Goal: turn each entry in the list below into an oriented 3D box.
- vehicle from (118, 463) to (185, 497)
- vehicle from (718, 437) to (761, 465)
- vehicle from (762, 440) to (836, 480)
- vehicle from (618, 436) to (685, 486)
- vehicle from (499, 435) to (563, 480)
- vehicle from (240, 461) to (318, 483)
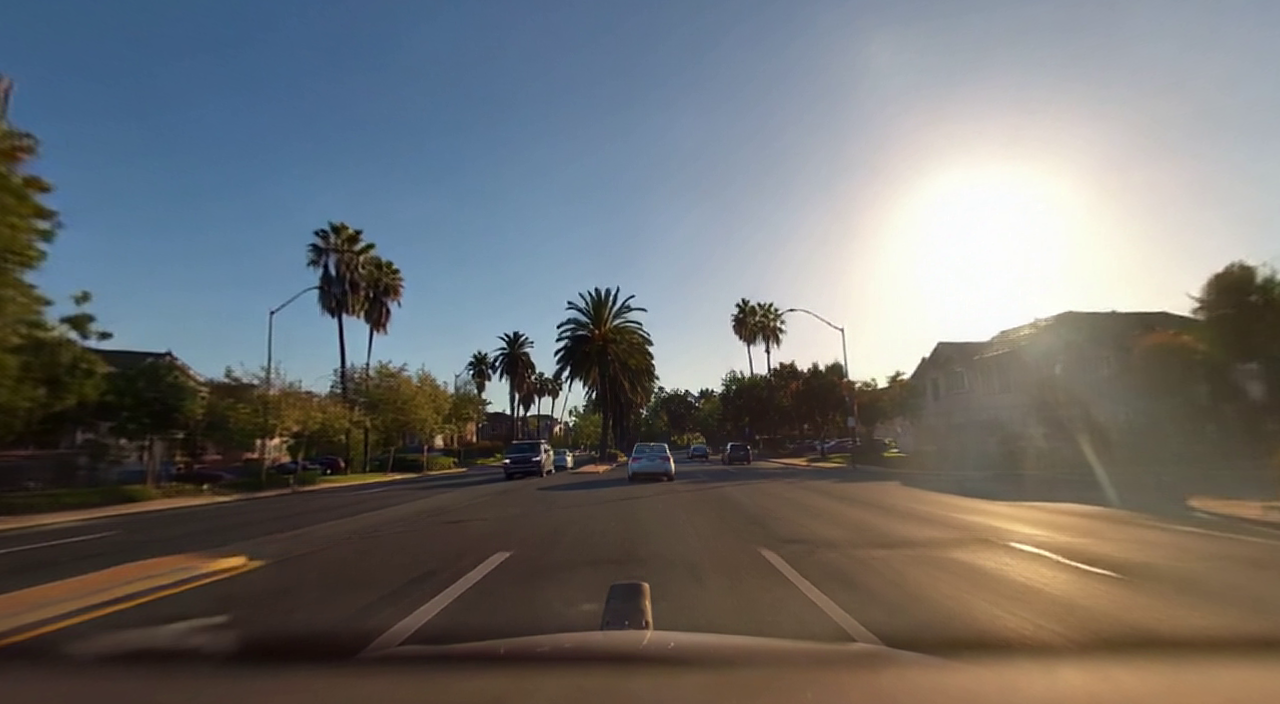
[{"bbox_3d":[-25.619,6.648,32.989,4.694,1.484,1.893,-8,-11,42],"label":"vehicle"},{"bbox_3d":[7.540,7.581,48.534,2.436,2.010,5.595,0,-8,0],"label":"vehicle"},{"bbox_3d":[6.448,4.419,26.036,1.897,1.477,4.360,0,-8,0],"label":"vehicle"},{"bbox_3d":[0.358,4.011,23.580,2.289,1.679,4.180,0,-8,-1],"label":"vehicle"},{"bbox_3d":[-5.125,5.004,30.229,2.193,1.967,4.600,0,-8,0],"label":"vehicle"},{"bbox_3d":[-26.290,8.728,45.953,4.548,1.441,1.946,-1,-7,2],"label":"vehicle"}]
